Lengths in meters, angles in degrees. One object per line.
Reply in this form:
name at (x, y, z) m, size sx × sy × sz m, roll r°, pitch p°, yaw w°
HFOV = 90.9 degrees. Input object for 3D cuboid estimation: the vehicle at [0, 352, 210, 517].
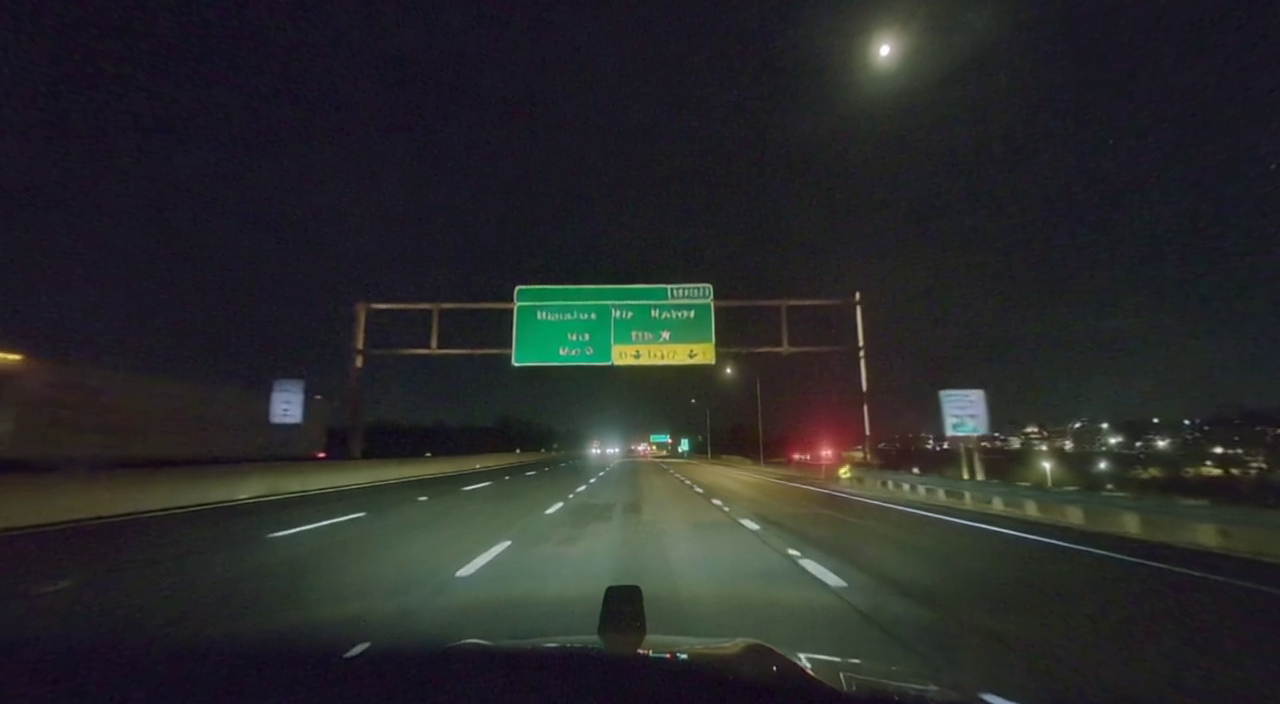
vehicle at (-17.185, 2.384, 17.756) m, size 3.044 × 3.972 × 10.003 m, roll 0°, pitch -9°, yaw -1°

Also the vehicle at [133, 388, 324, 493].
vehicle at (-17.274, 3.872, 27.398) m, size 2.824 × 3.867 × 7.952 m, roll 0°, pitch -9°, yaw 0°
